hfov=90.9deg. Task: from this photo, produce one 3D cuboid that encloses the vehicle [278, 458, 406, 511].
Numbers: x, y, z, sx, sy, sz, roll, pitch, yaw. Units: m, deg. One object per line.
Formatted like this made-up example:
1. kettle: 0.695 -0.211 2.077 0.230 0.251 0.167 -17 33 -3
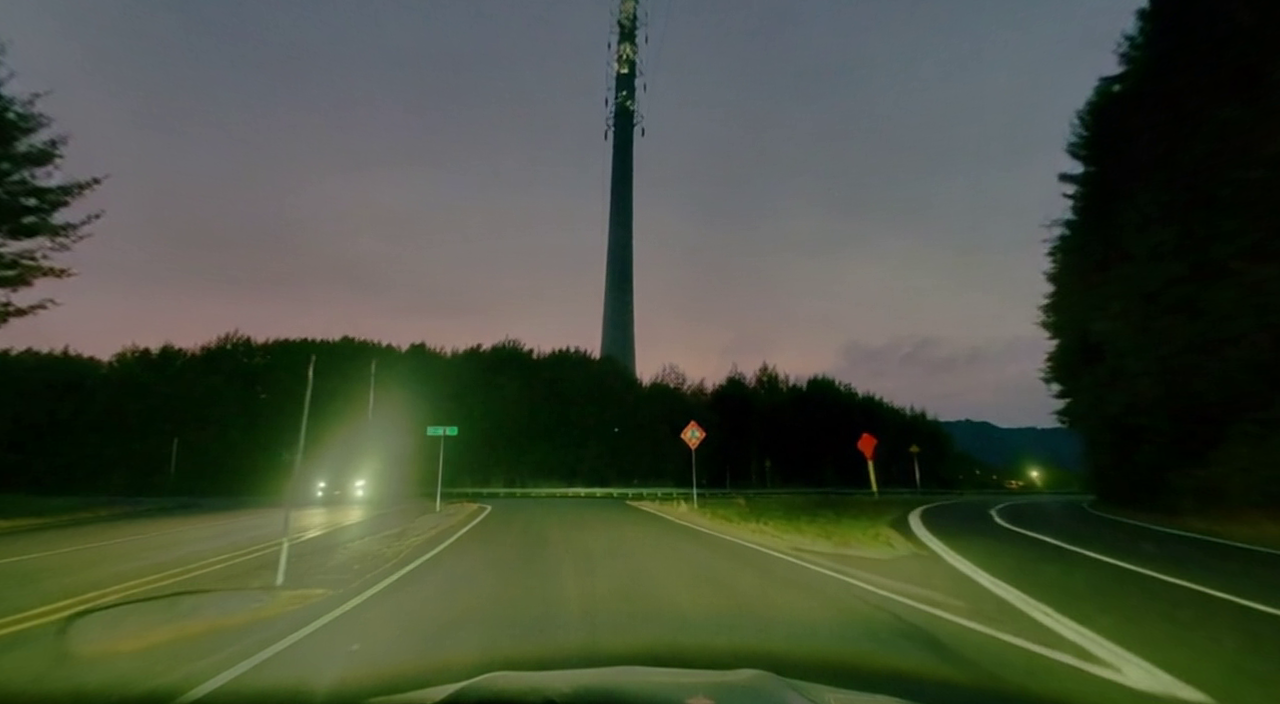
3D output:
1. vehicle: -10.085 4.498 21.692 1.889 1.583 3.992 -1 -11 11
